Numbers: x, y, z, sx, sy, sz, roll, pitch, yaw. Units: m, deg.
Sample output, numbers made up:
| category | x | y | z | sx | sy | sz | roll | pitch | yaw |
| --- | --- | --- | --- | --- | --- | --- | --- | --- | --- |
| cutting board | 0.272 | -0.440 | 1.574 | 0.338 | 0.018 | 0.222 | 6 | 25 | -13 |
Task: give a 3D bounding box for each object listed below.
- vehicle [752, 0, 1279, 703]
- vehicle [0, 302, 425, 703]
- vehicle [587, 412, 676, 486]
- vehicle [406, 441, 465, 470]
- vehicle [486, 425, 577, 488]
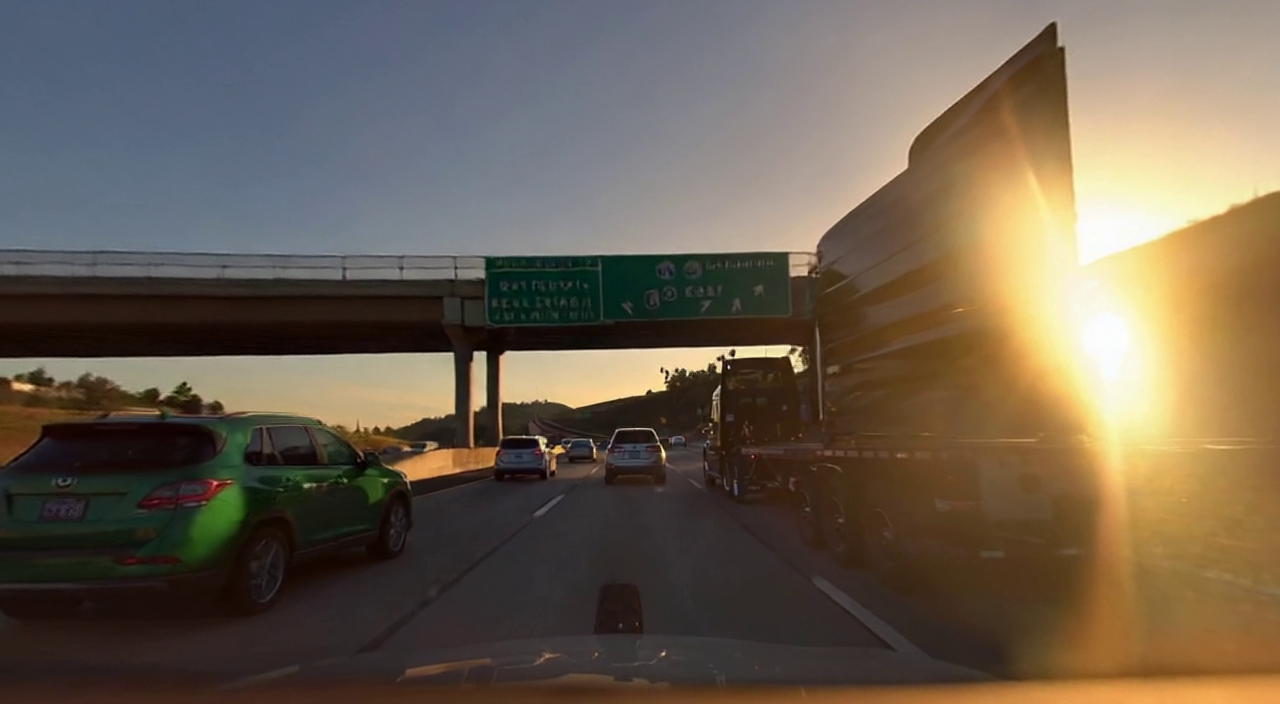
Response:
| category | x | y | z | sx | sy | sz | roll | pitch | yaw |
| --- | --- | --- | --- | --- | --- | --- | --- | --- | --- |
| vehicle | 3.592 | -0.172 | 4.020 | 2.852 | 4.121 | 16.210 | 0 | -8 | 0 |
| vehicle | -3.427 | 1.022 | 4.241 | 2.193 | 1.803 | 4.958 | 0 | -8 | 0 |
| vehicle | -0.281 | 3.392 | 22.205 | 2.704 | 2.216 | 5.804 | 0 | -8 | 0 |
| vehicle | -11.977 | 6.071 | 37.196 | 1.927 | 1.618 | 4.545 | 0 | -8 | 1 |
| vehicle | -3.413 | 3.407 | 20.815 | 2.120 | 1.812 | 4.659 | 0 | -8 | 1 |
